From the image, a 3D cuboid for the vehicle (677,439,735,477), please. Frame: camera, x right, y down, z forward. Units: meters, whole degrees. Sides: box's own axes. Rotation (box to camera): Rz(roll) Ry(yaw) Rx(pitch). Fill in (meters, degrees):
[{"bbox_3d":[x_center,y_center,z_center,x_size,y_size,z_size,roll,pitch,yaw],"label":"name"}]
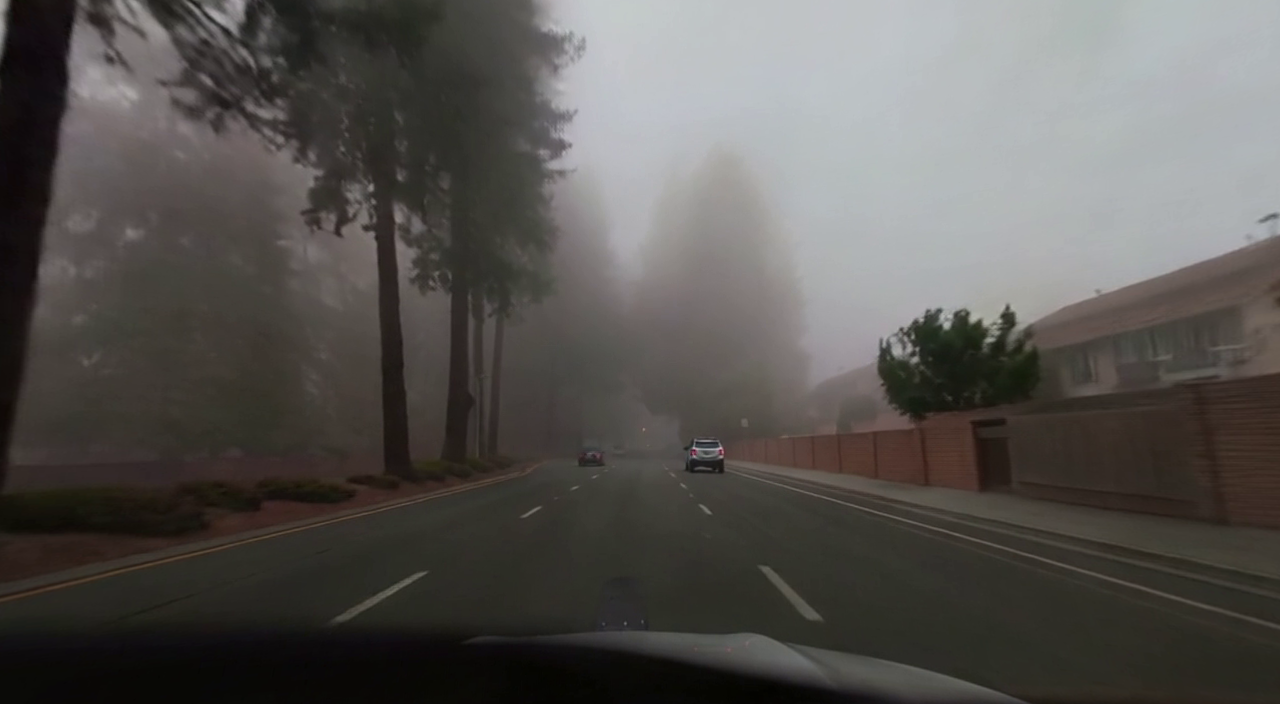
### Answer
[{"bbox_3d":[3.117,5.143,30.898,2.321,1.695,5.037,0,-8,1],"label":"vehicle"}]
